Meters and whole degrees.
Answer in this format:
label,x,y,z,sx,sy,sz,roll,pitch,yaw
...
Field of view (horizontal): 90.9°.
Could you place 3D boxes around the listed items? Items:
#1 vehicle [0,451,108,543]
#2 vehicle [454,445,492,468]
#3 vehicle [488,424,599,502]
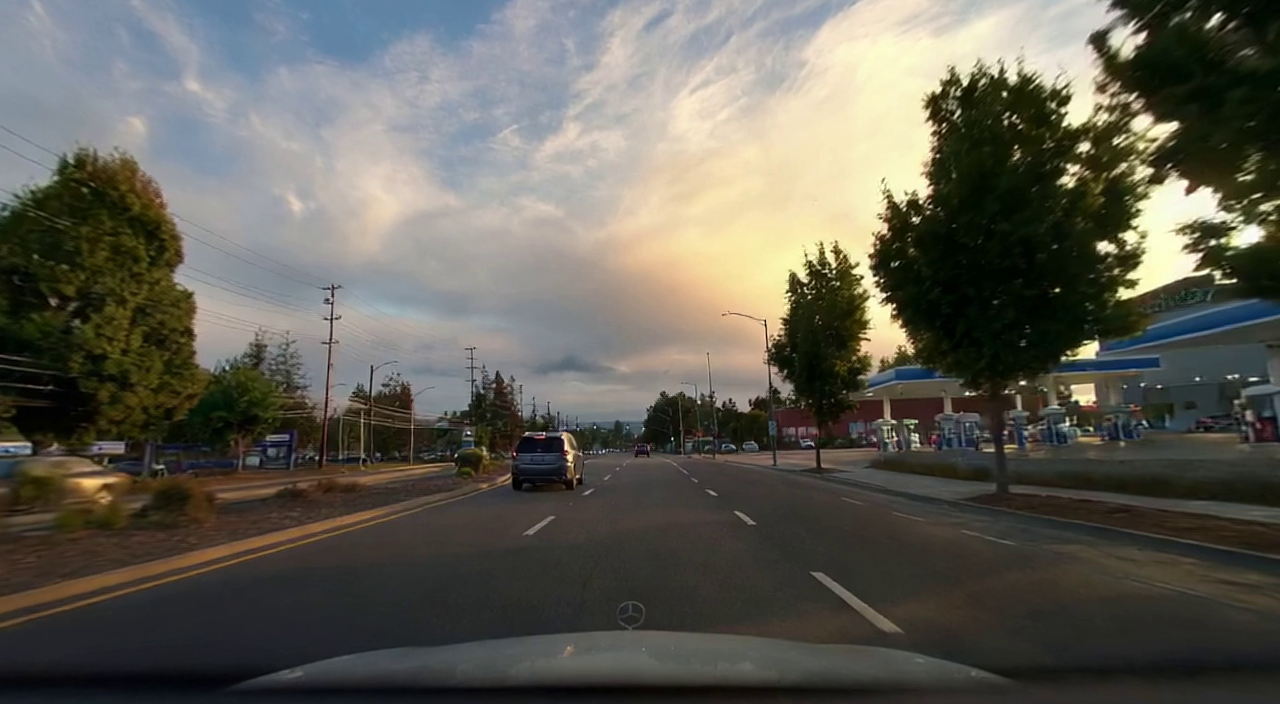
label,x,y,z,sx,sy,sz,roll,pitch,yaw
vehicle,-12.302,2.601,11.102,1.998,1.597,4.445,-2,-8,0
vehicle,-13.181,8.236,49.944,1.825,1.705,4.234,0,-8,0
vehicle,-2.481,3.024,17.585,2.190,1.844,4.751,0,-8,2
